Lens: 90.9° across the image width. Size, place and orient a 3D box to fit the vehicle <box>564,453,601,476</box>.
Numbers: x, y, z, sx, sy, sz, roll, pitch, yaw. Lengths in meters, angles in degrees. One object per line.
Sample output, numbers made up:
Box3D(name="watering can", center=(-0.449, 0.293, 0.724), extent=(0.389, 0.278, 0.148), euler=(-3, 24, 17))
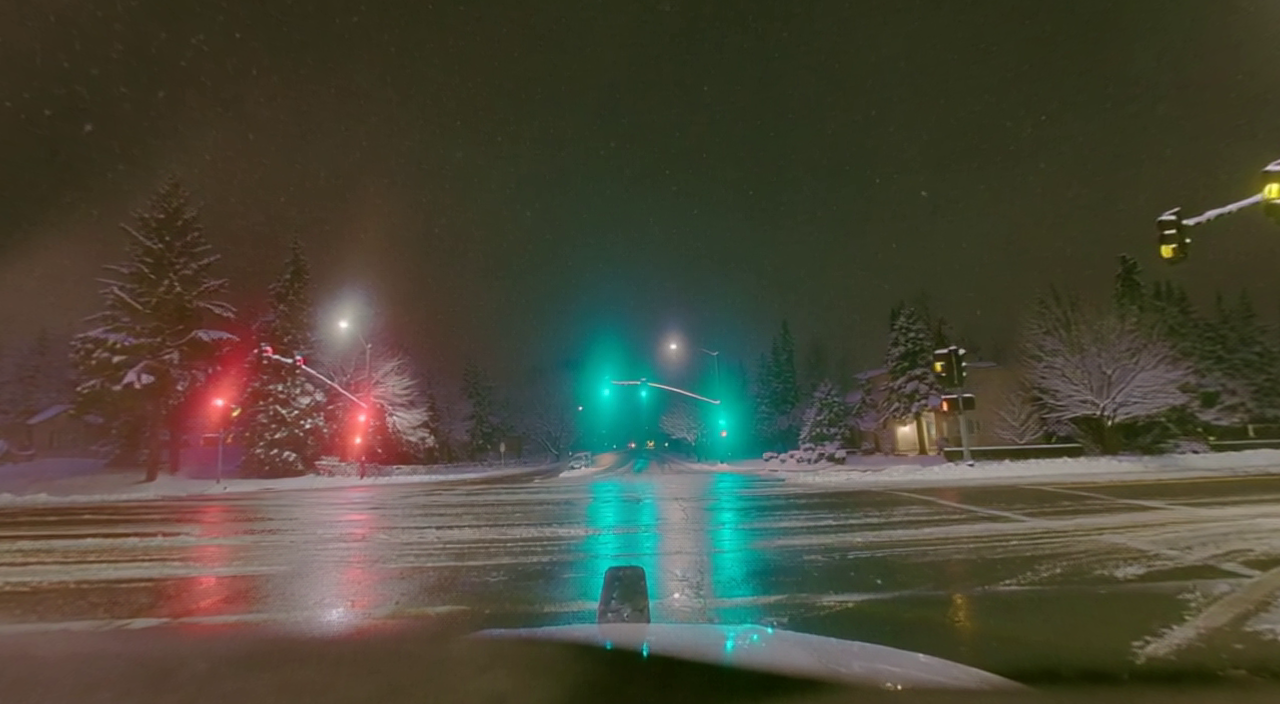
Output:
Box3D(name="vehicle", center=(-4.480, 8.850, 49.866), extent=(2.030, 1.704, 4.205), euler=(-1, -8, 7))
